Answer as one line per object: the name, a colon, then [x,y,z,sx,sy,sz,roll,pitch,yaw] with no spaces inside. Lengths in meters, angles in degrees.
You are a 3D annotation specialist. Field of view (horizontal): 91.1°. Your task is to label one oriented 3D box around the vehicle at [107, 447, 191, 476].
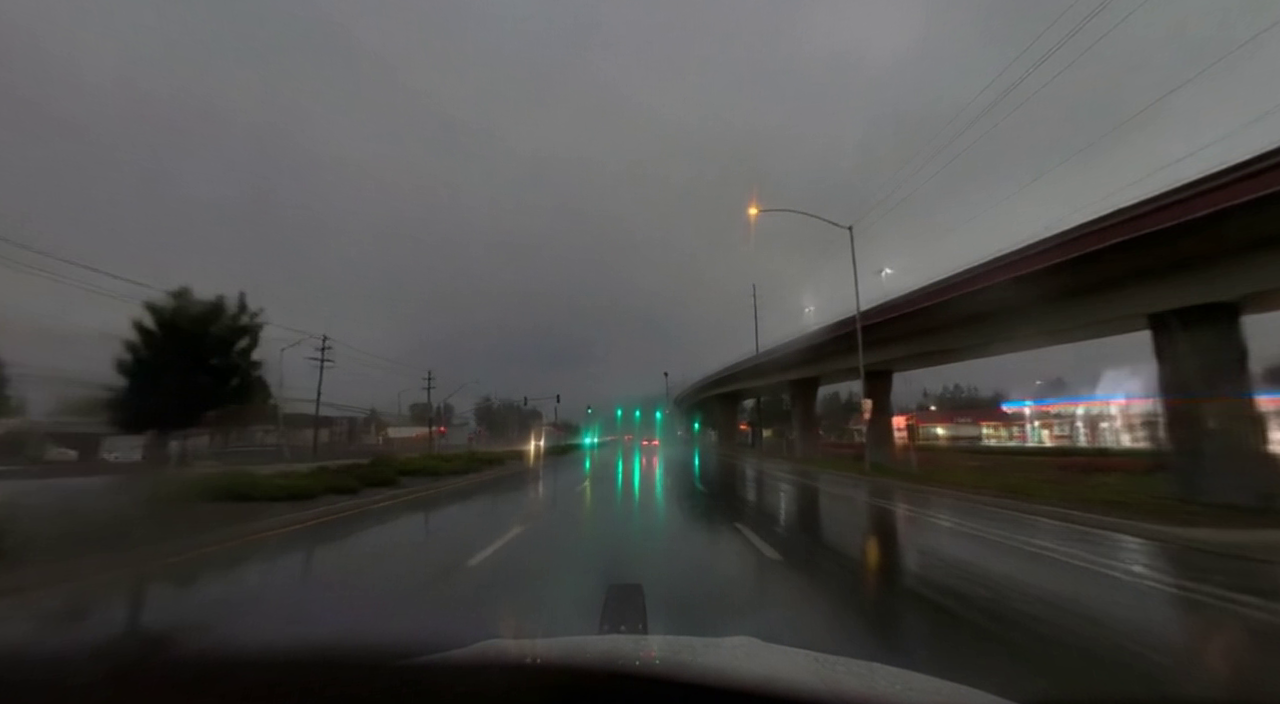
vehicle: [-26.995,5.977,34.478,4.488,1.486,1.991,-5,-10,30]
